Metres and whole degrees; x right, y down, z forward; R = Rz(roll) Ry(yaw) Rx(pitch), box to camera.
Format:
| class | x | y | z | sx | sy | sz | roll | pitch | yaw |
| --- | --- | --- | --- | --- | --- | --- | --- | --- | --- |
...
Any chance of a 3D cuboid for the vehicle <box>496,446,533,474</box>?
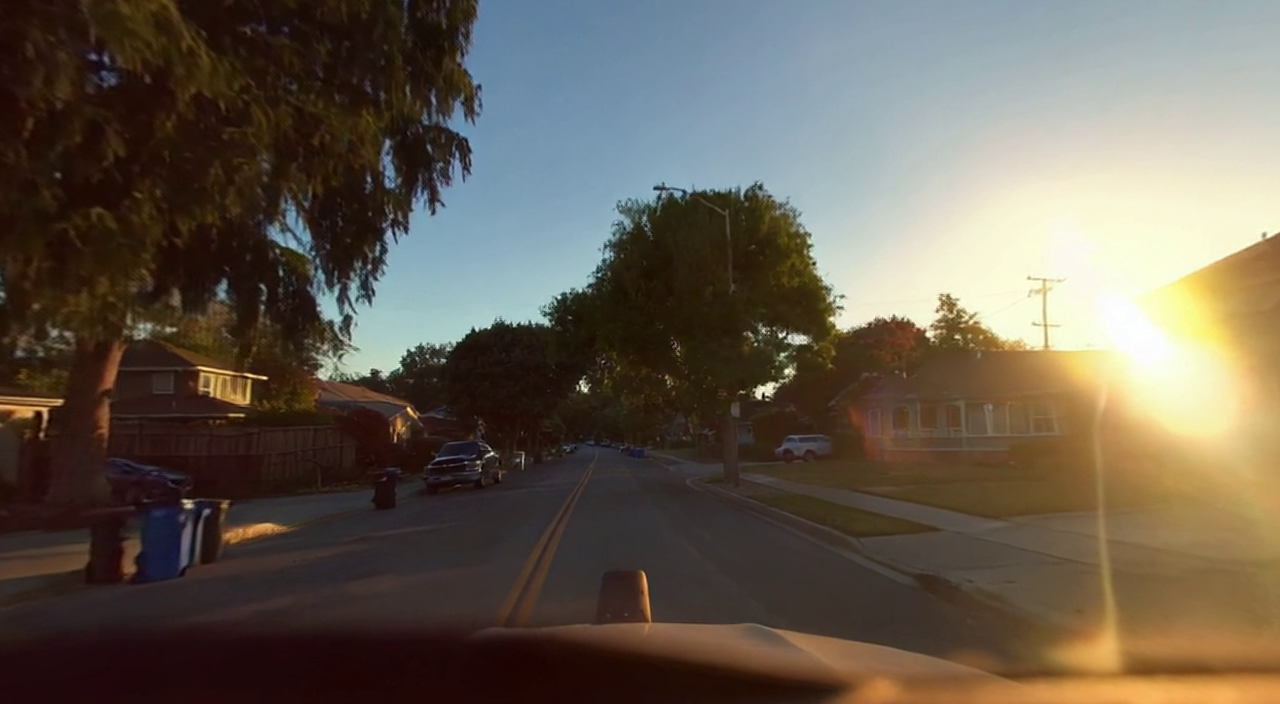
| class | x | y | z | sx | sy | sz | roll | pitch | yaw |
| --- | --- | --- | --- | --- | --- | --- | --- | --- | --- |
| vehicle | -8.578 | 7.405 | 43.519 | 1.945 | 1.530 | 4.430 | -4 | -7 | -5 |

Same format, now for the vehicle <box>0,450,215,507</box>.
| class | x | y | z | sx | sy | sz | roll | pitch | yaw |
| --- | --- | --- | --- | --- | --- | --- | --- | --- | --- |
| vehicle | -15.762 | 3.760 | 18.858 | 4.617 | 1.491 | 1.953 | -1 | -10 | -2 |

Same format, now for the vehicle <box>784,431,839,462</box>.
| class | x | y | z | sx | sy | sz | roll | pitch | yaw |
| --- | --- | --- | --- | --- | --- | --- | --- | --- | --- |
| vehicle | 10.945 | 6.014 | 40.529 | 1.936 | 1.687 | 4.714 | -4 | -7 | -2 |

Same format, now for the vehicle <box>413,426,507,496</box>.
| class | x | y | z | sx | sy | sz | roll | pitch | yaw |
| --- | --- | --- | --- | --- | --- | --- | --- | --- | --- |
| vehicle | -7.256 | 4.387 | 26.191 | 2.223 | 2.115 | 5.707 | 5 | -4 | -2 |
